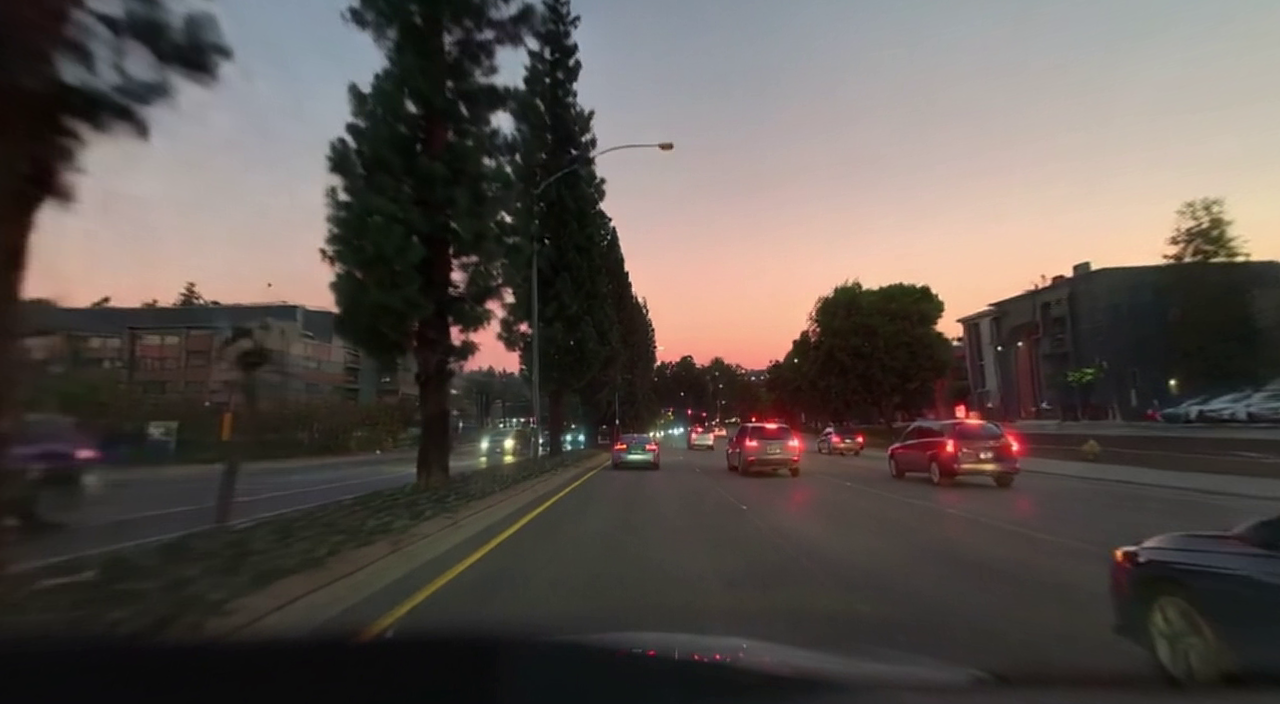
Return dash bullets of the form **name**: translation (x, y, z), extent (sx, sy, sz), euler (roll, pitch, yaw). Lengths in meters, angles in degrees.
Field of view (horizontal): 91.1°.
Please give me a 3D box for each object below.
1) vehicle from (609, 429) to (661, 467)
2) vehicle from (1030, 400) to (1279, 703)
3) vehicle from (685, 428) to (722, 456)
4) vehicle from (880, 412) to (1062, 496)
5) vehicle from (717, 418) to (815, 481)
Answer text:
- **vehicle**: translation (-0.181, 4.215, 27.620), extent (2.111, 1.506, 4.018), euler (0, -8, 0)
- **vehicle**: translation (3.451, 0.819, 1.609), extent (2.010, 1.490, 4.639), euler (0, -8, 2)
- **vehicle**: translation (4.092, 5.887, 41.100), extent (1.982, 1.709, 4.427), euler (0, -8, 0)
- **vehicle**: translation (7.651, 2.415, 15.146), extent (2.008, 1.714, 4.407), euler (0, -8, 1)
- **vehicle**: translation (3.739, 2.987, 19.445), extent (2.130, 1.718, 4.310), euler (0, -8, 0)
